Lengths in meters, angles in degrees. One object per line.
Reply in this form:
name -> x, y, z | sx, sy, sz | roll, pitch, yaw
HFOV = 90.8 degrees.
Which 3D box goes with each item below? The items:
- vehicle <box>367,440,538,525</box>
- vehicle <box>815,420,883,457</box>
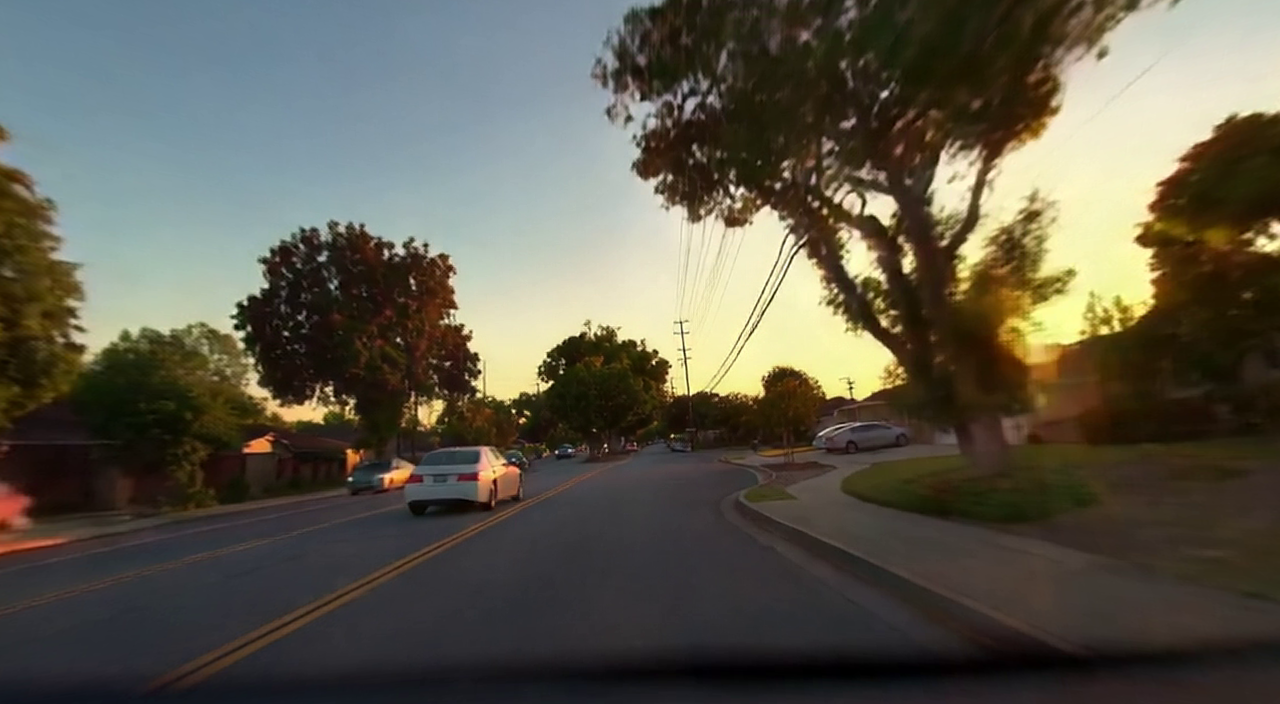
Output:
vehicle -> -3.645, 2.616, 13.330 | 2.041, 1.471, 4.602 | 0, -8, 2
vehicle -> 11.108, 4.689, 34.035 | 2.121, 1.799, 5.124 | -1, -9, 3
